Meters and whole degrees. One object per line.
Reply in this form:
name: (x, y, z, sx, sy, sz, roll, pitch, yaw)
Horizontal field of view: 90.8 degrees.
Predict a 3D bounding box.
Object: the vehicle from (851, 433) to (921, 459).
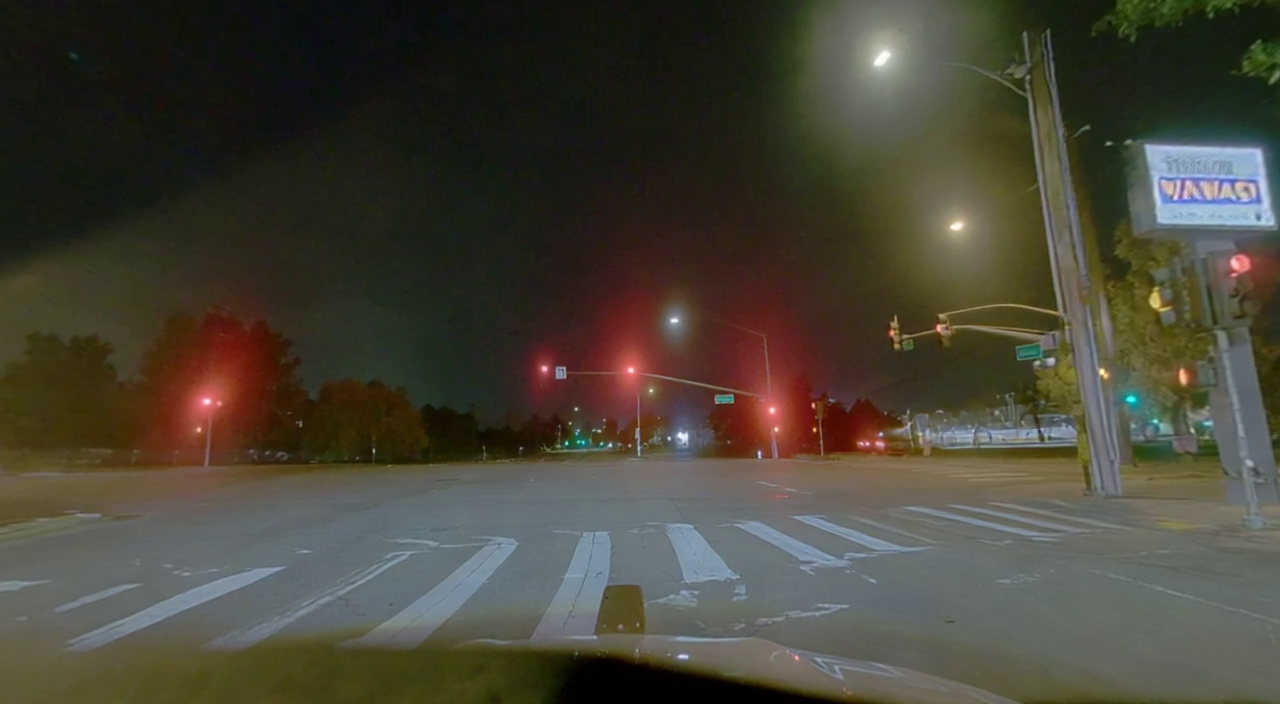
vehicle: (17.629, 6.742, 45.246, 4.600, 1.783, 1.970, 4, -10, -26)
